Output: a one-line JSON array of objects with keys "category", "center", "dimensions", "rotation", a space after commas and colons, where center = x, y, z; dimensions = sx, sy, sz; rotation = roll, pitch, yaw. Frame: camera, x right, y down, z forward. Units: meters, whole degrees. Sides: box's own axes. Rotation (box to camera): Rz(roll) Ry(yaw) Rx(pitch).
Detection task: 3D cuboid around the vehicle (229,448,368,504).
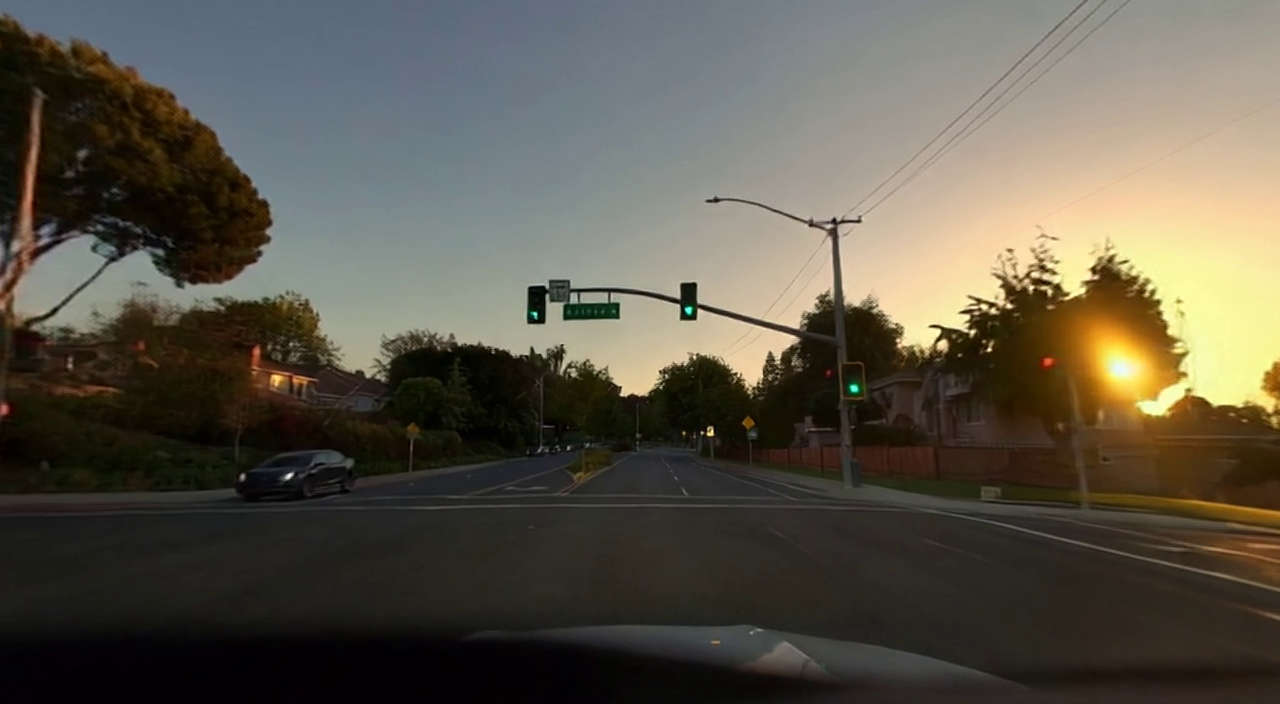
[{"category": "vehicle", "center": [-10.465, 3.794, 19.778], "dimensions": [1.983, 1.482, 4.190], "rotation": [0, -8, 1]}]
